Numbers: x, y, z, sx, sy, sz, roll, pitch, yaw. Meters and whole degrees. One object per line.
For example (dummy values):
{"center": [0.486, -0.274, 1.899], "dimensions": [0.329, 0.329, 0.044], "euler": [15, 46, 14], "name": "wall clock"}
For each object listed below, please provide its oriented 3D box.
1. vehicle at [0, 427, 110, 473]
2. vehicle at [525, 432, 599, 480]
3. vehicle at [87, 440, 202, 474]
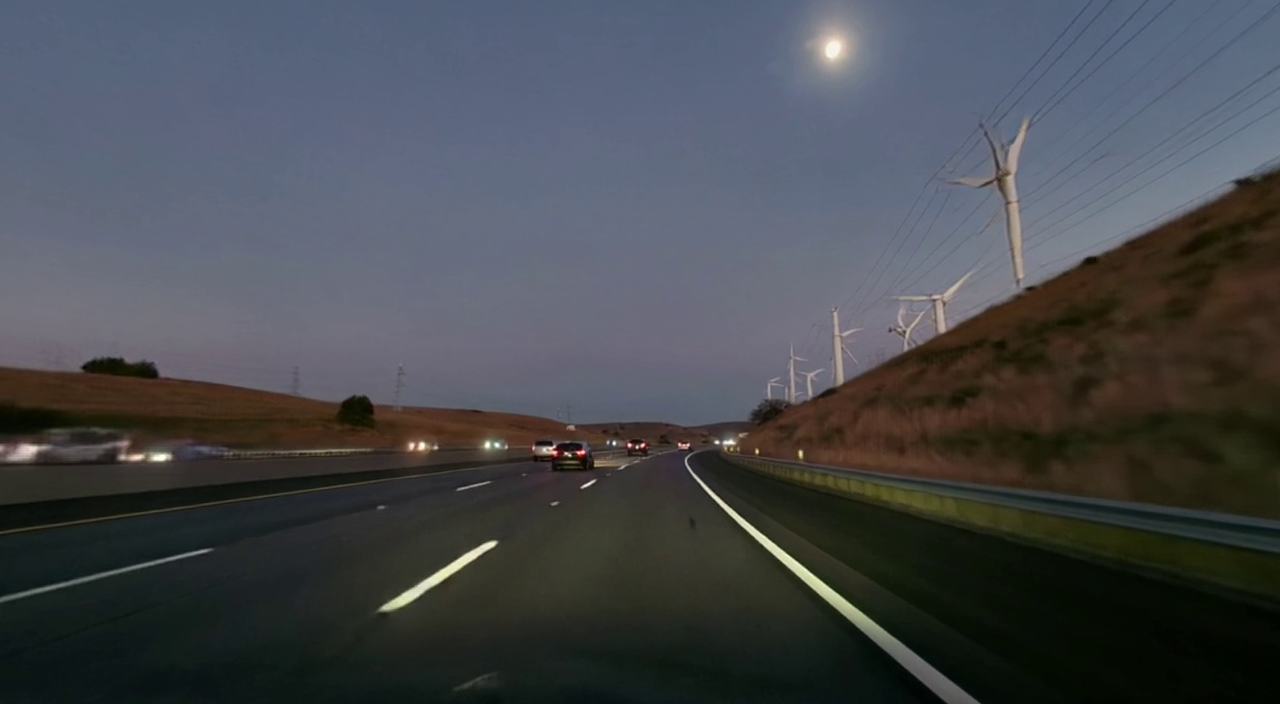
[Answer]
{"center": [-27.891, 4.451, 28.685], "dimensions": [2.221, 1.888, 5.929], "euler": [0, -9, 2], "name": "vehicle"}
{"center": [-2.950, 4.050, 24.823], "dimensions": [2.118, 1.702, 4.355], "euler": [0, -9, 3], "name": "vehicle"}
{"center": [-23.946, 5.088, 30.685], "dimensions": [1.912, 1.493, 4.389], "euler": [0, -9, 3], "name": "vehicle"}
